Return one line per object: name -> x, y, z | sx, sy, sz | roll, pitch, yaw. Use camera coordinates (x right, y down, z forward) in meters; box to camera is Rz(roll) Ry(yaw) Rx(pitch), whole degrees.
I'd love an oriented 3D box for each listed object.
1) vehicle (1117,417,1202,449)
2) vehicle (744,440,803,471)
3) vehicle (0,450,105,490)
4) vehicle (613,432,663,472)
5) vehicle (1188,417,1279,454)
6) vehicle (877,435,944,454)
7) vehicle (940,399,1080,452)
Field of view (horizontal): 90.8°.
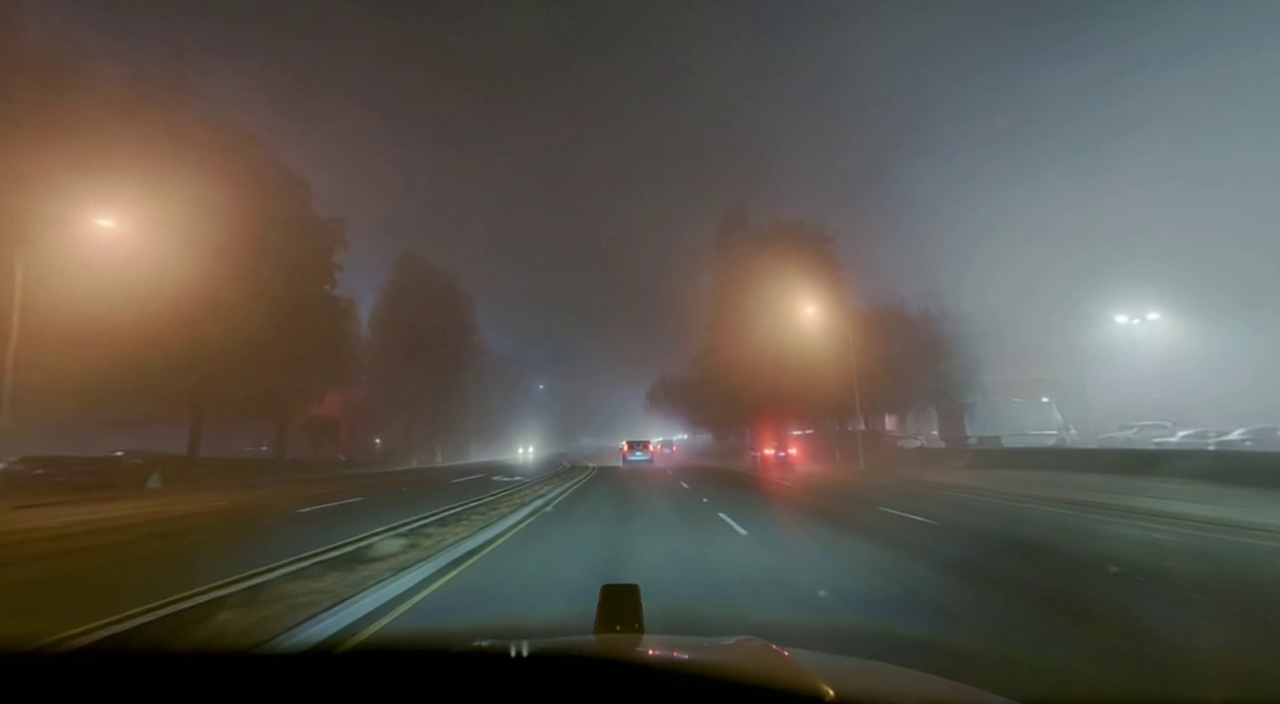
vehicle -> 36.664, 5.758, 44.793 | 2.004, 2.133, 4.736 | 0, -8, 2
vehicle -> 7.004, 5.477, 33.652 | 2.029, 1.548, 4.422 | 0, -8, -2
vehicle -> -26.980, 5.202, 28.037 | 4.541, 1.676, 2.063 | 0, -8, 0
vehicle -> -0.160, 4.875, 30.870 | 2.227, 1.794, 4.457 | 0, -8, -2
vehicle -> 30.031, 4.149, 31.215 | 2.138, 1.531, 4.436 | -3, -11, 6
vehicle -> 20.938, 7.147, 49.003 | 4.249, 1.420, 2.039 | 0, -8, -1
vehicle -> 23.977, 4.812, 41.202 | 7.258, 3.283, 2.680 | 0, -8, 0
